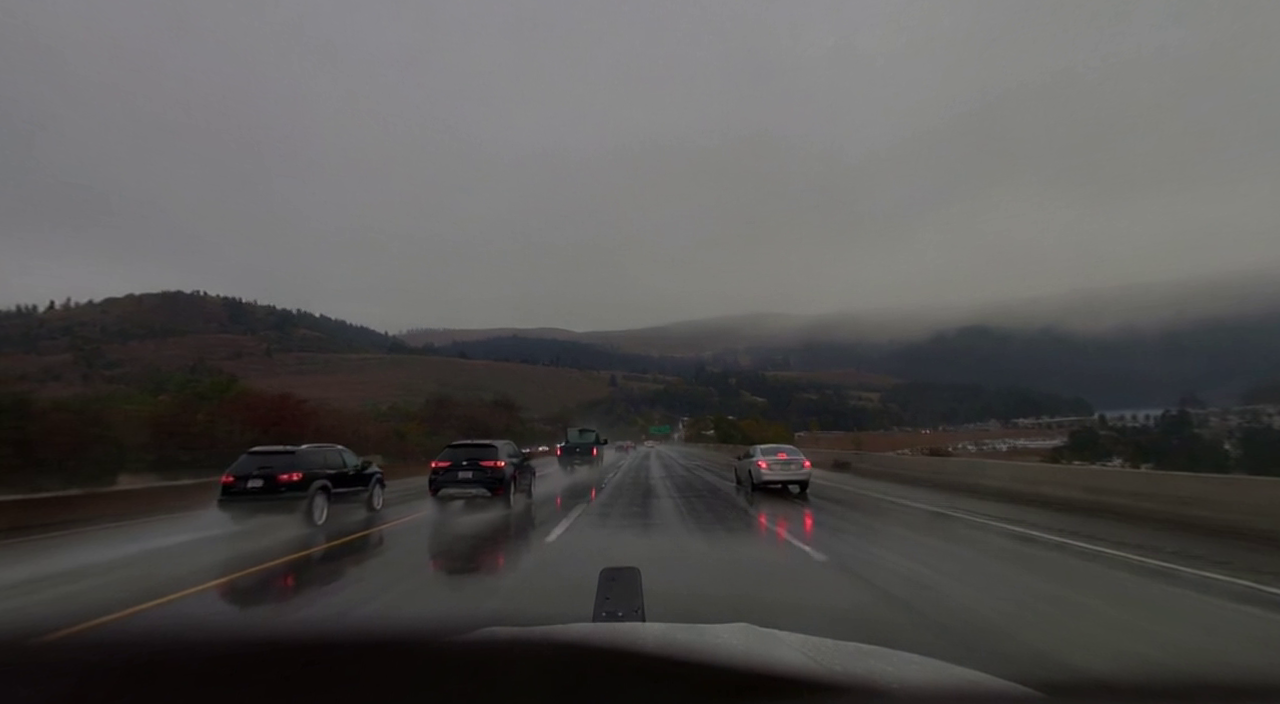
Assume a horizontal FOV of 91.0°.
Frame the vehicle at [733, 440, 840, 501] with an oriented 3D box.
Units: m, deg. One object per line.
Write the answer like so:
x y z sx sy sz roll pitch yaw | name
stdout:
4.177 3.435 18.783 2.071 1.570 4.637 0 -8 0 | vehicle

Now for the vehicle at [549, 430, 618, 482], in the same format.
-2.437 4.735 29.052 2.494 2.136 5.539 0 -8 2 | vehicle

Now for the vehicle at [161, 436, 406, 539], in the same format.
-6.656 2.534 12.567 2.084 1.639 4.648 0 -8 1 | vehicle

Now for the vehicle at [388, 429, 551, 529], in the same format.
-3.264 2.513 13.075 2.080 1.716 4.207 0 -8 2 | vehicle
